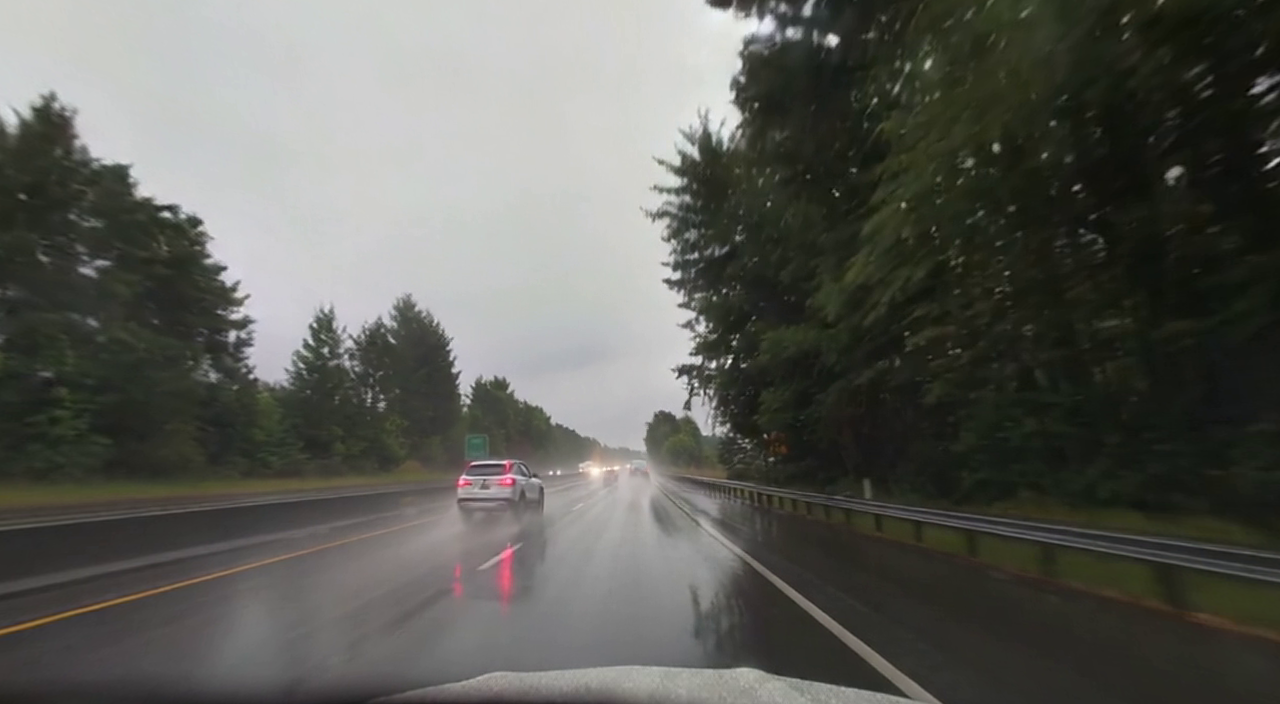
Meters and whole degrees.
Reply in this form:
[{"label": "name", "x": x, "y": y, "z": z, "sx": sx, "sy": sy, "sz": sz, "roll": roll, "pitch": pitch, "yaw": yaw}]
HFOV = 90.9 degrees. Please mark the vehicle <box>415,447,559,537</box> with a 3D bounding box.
[{"label": "vehicle", "x": -3.266, "y": 3.144, "z": 14.517, "sx": 2.124, "sy": 1.705, "sz": 4.440, "roll": 1, "pitch": -11, "yaw": 1}]
